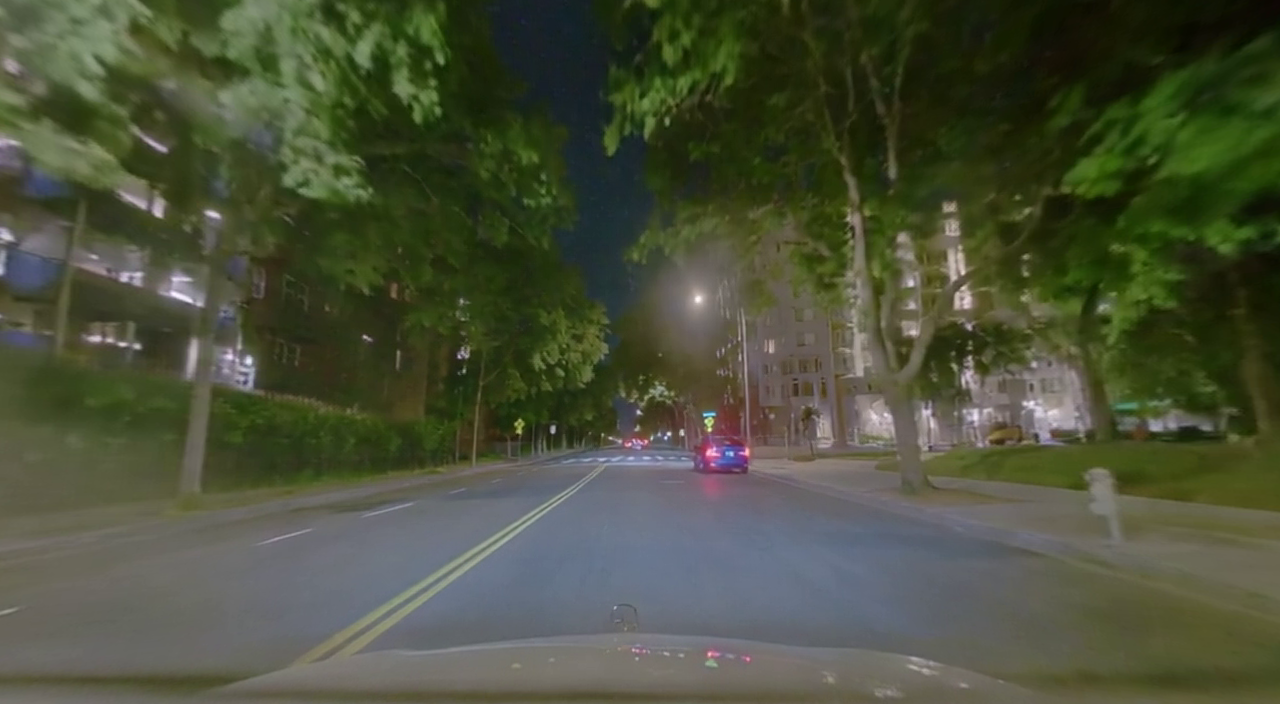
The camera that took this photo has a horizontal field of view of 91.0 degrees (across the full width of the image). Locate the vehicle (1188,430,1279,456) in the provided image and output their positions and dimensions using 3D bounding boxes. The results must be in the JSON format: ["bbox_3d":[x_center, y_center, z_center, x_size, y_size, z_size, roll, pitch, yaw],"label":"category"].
[{"bbox_3d":[39.475,6.067,41.857,4.244,1.673,1.871,-1,-9,-1],"label":"vehicle"}]

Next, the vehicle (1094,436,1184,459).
[{"bbox_3d":[33.310,6.389,42.063,4.305,1.464,1.875,-1,-9,1],"label":"vehicle"}]
